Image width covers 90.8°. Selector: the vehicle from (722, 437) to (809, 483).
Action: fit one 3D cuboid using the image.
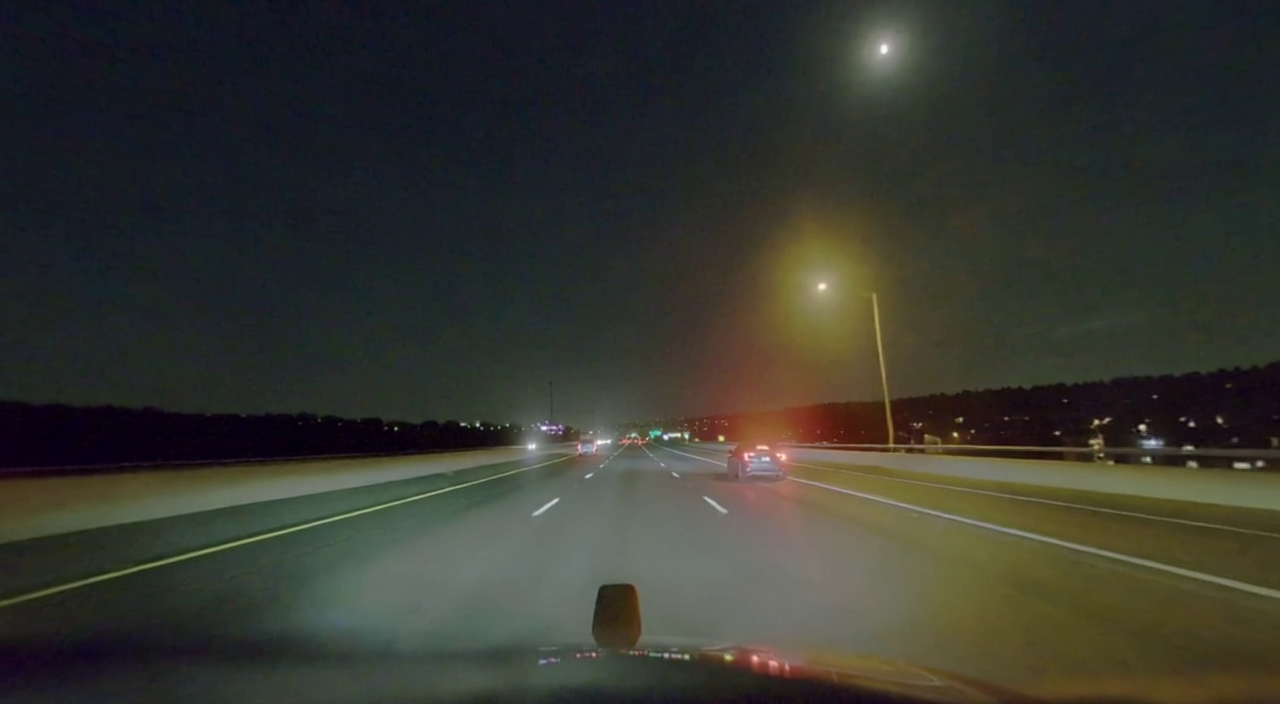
[{"bbox_3d":[4.299,3.790,22.459,2.060,1.485,4.274,0,-9,-2],"label":"vehicle"}]
